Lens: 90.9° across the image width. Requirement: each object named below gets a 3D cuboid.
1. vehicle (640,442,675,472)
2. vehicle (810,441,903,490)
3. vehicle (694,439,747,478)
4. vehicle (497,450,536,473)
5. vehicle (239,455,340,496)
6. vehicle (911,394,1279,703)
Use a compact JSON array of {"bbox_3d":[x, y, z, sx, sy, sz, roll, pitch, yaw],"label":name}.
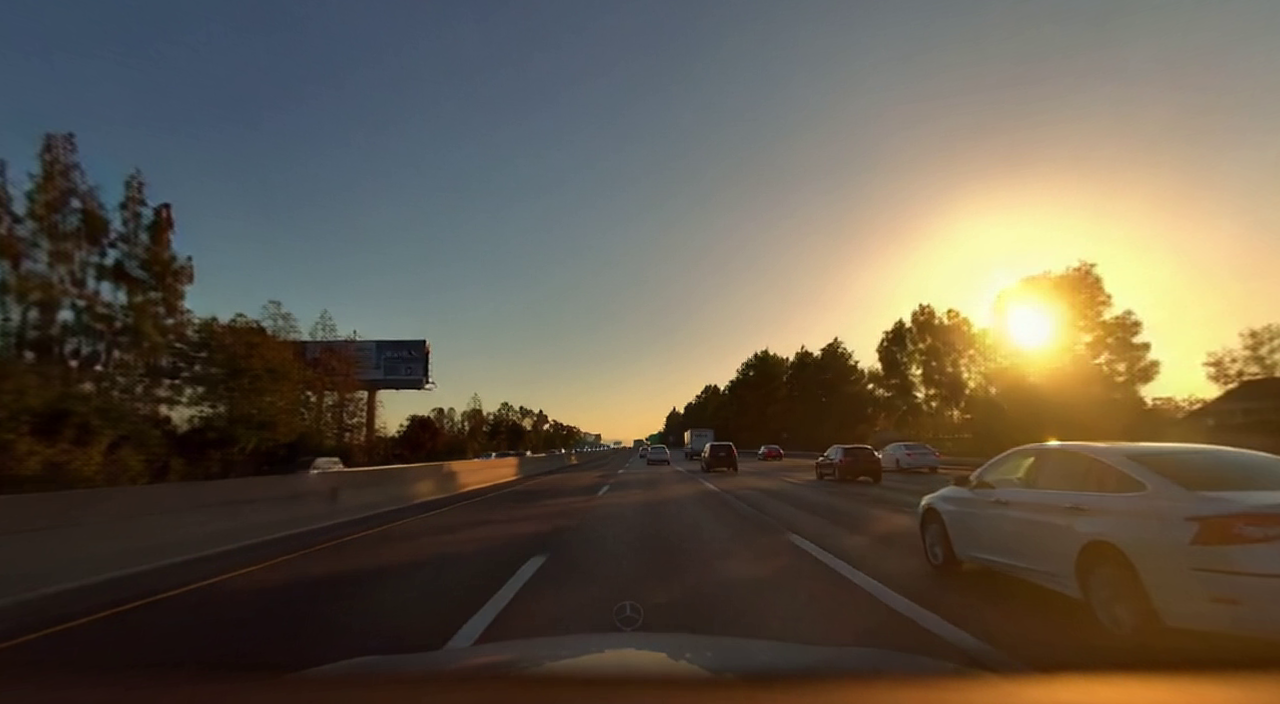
[{"bbox_3d":[1.115,6.787,41.115,2.145,1.832,4.004,-1,-8,1],"label":"vehicle"},{"bbox_3d":[7.643,4.028,22.734,1.807,1.558,4.352,0,-8,0],"label":"vehicle"},{"bbox_3d":[4.129,5.551,33.221,2.075,1.845,4.667,0,-8,-1],"label":"vehicle"},{"bbox_3d":[-9.288,8.258,47.879,1.912,1.610,4.646,-1,-8,1],"label":"vehicle"},{"bbox_3d":[-16.492,5.796,30.037,2.158,1.692,4.521,-1,-8,1],"label":"vehicle"},{"bbox_3d":[3.919,1.230,4.482,1.989,1.609,4.355,0,-8,-1],"label":"vehicle"}]
